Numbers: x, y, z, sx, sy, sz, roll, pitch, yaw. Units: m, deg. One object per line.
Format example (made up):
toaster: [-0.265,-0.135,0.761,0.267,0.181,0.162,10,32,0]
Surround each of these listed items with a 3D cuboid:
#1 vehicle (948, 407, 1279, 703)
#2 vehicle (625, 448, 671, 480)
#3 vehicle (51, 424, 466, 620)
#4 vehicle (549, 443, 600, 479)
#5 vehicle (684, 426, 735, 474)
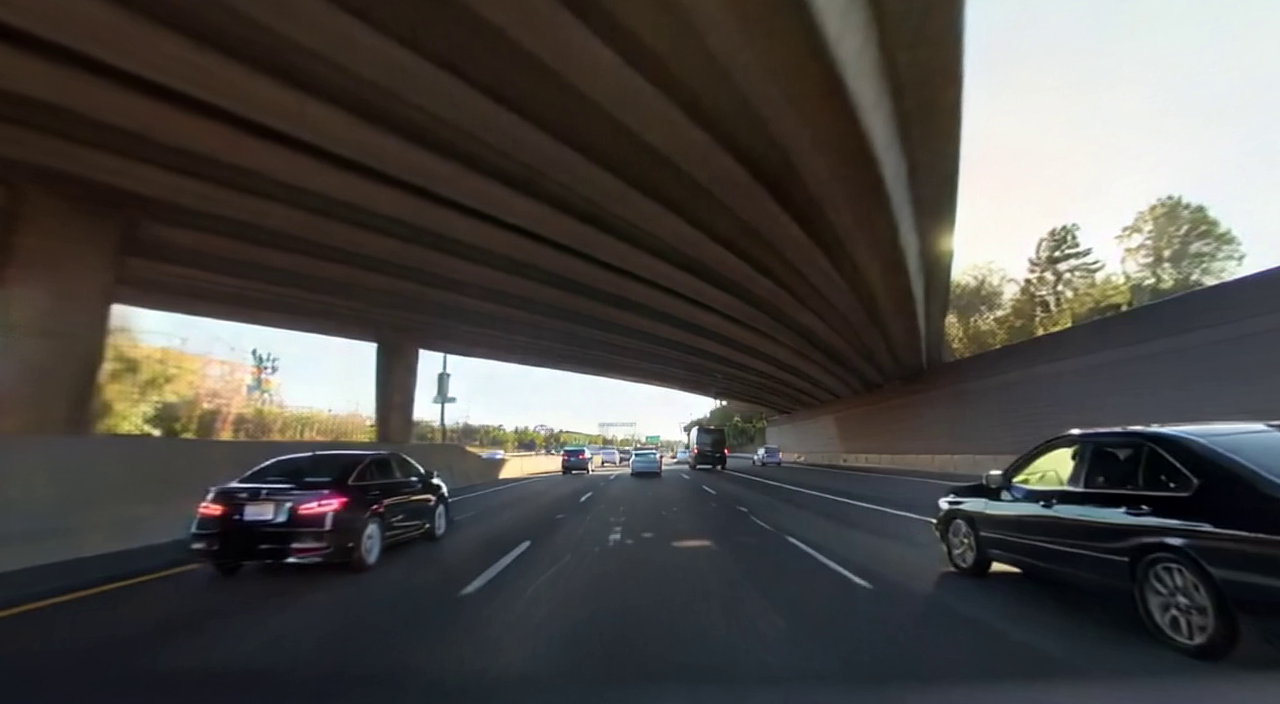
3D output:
vehicle: [4.158,1.201,4.063,2.085,1.558,4.466,0,-8,0]
vehicle: [0.369,5.541,31.540,2.174,1.467,4.005,0,-8,0]
vehicle: [-3.644,1.667,7.118,2.137,1.562,3.926,0,-8,1]
vehicle: [-3.372,5.687,33.227,2.078,1.706,4.298,-1,-8,2]
vehicle: [4.229,6.113,39.605,2.436,2.745,6.607,0,-8,0]
